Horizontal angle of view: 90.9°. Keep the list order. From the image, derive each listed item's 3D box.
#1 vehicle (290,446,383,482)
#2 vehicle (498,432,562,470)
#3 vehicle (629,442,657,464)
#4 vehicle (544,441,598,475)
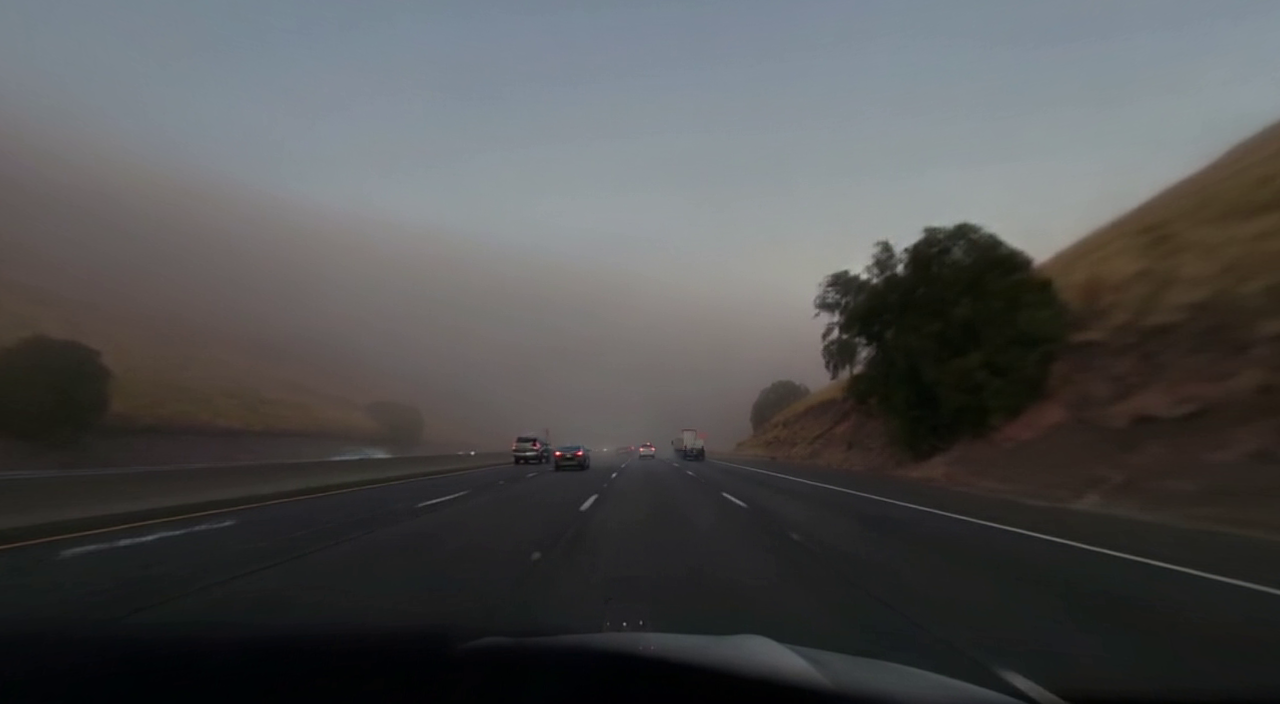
[{"bbox_3d":[-13.289,4.884,27.967,1.795,1.445,4.482,0,-8,1],"label":"vehicle"},{"bbox_3d":[-6.419,5.899,37.683,2.589,2.063,6.206,0,-8,1],"label":"vehicle"},{"bbox_3d":[0.229,7.663,48.006,2.031,1.566,3.904,0,-8,0],"label":"vehicle"},{"bbox_3d":[-3.303,5.170,31.038,2.091,1.552,4.516,0,-8,1],"label":"vehicle"}]
